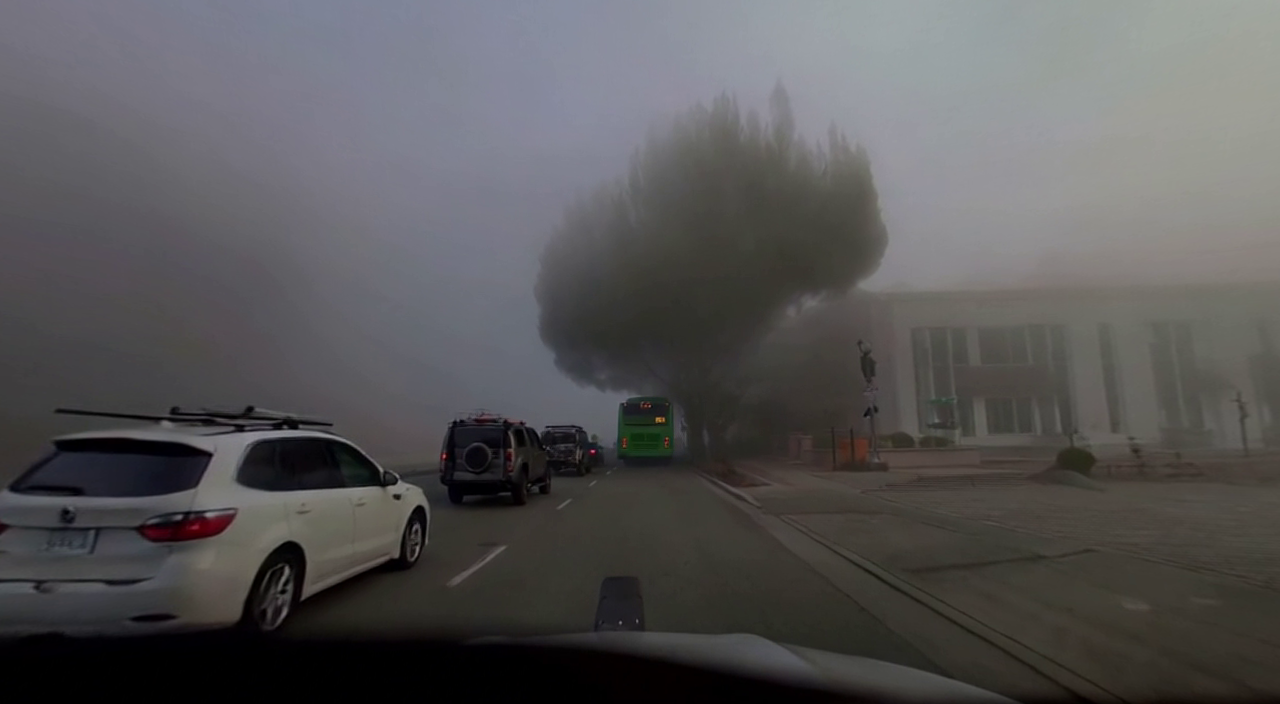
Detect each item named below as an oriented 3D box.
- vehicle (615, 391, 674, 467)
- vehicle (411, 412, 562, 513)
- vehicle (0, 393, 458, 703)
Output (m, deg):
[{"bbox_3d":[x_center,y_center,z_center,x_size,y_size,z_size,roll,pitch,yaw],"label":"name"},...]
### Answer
[{"bbox_3d":[0.330,4.812,38.053,2.970,3.857,12.200,0,-9,1],"label":"vehicle"},{"bbox_3d":[-3.213,2.467,14.519,2.095,1.892,5.043,0,-9,1],"label":"vehicle"},{"bbox_3d":[-3.290,1.328,5.408,2.042,1.571,4.475,0,-9,1],"label":"vehicle"}]
